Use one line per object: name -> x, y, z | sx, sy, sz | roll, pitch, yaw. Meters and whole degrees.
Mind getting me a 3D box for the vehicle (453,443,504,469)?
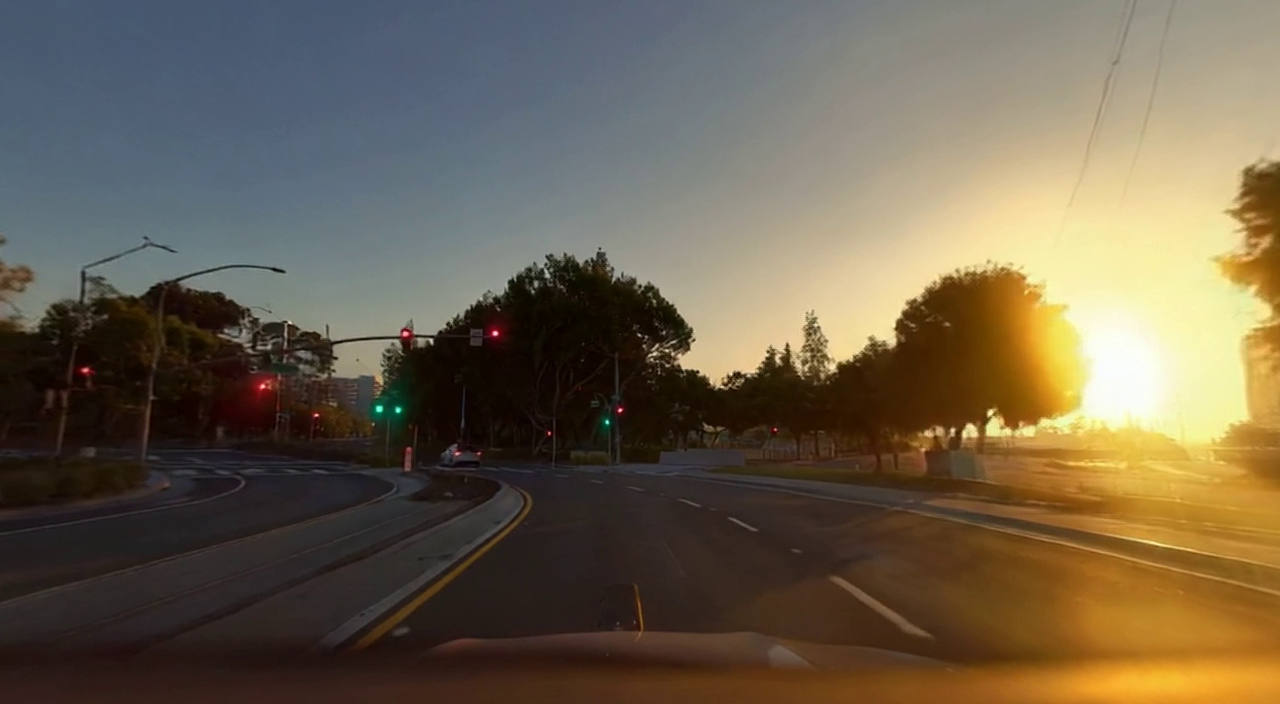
vehicle -> -10.480, 6.650, 40.676 | 2.163, 1.537, 4.368 | 5, -10, -27
